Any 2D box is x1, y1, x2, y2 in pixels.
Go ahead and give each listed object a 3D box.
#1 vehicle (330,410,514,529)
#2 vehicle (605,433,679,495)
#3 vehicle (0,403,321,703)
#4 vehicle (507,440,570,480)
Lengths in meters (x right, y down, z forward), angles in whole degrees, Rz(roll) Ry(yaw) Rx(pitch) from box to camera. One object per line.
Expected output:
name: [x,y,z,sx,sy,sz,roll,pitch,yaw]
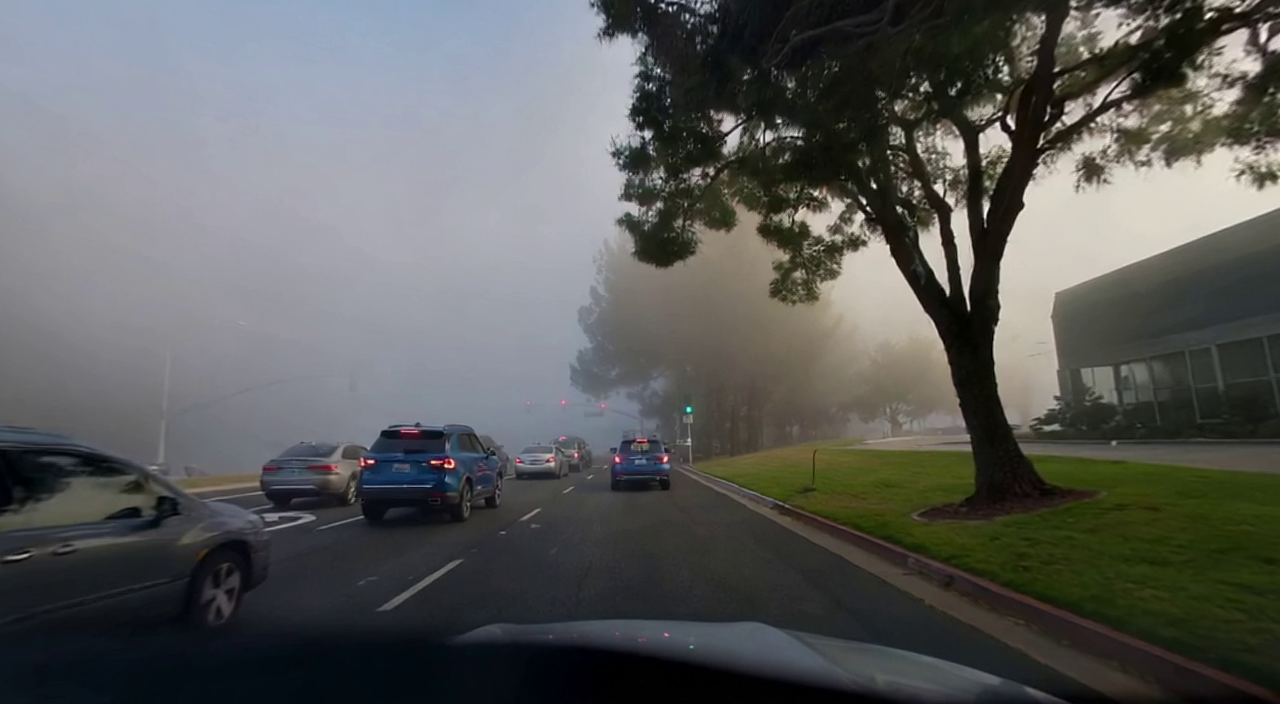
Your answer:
vehicle: [-4.115,2.333,13.082,2.088,1.947,5.119,0,-9,-1]
vehicle: [0.039,3.426,19.700,2.055,1.681,4.270,0,-9,0]
vehicle: [-3.694,1.060,3.165,2.007,1.512,4.279,0,-9,-1]
vehicle: [-4.157,4.486,26.479,1.942,1.523,4.212,0,-9,0]
